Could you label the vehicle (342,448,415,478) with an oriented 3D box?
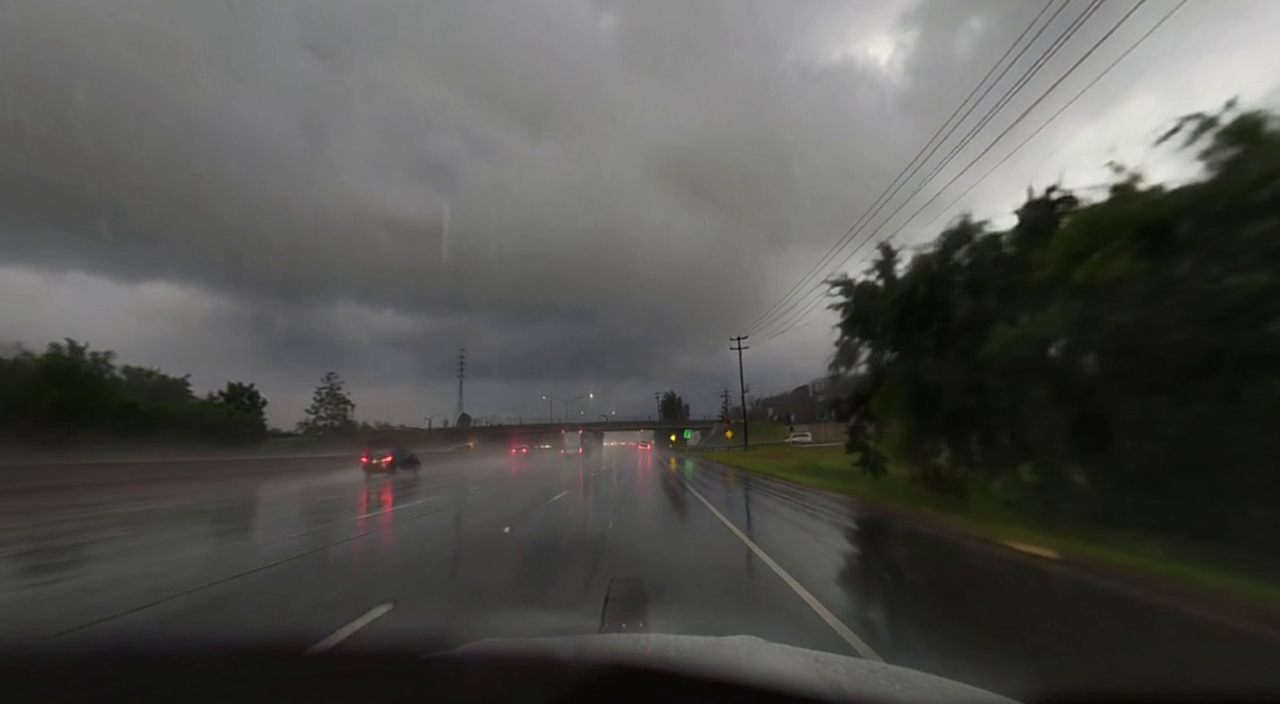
[{"bbox_3d":[-14.198,6.027,34.528,1.988,1.477,4.442,0,-8,1],"label":"vehicle"}]
